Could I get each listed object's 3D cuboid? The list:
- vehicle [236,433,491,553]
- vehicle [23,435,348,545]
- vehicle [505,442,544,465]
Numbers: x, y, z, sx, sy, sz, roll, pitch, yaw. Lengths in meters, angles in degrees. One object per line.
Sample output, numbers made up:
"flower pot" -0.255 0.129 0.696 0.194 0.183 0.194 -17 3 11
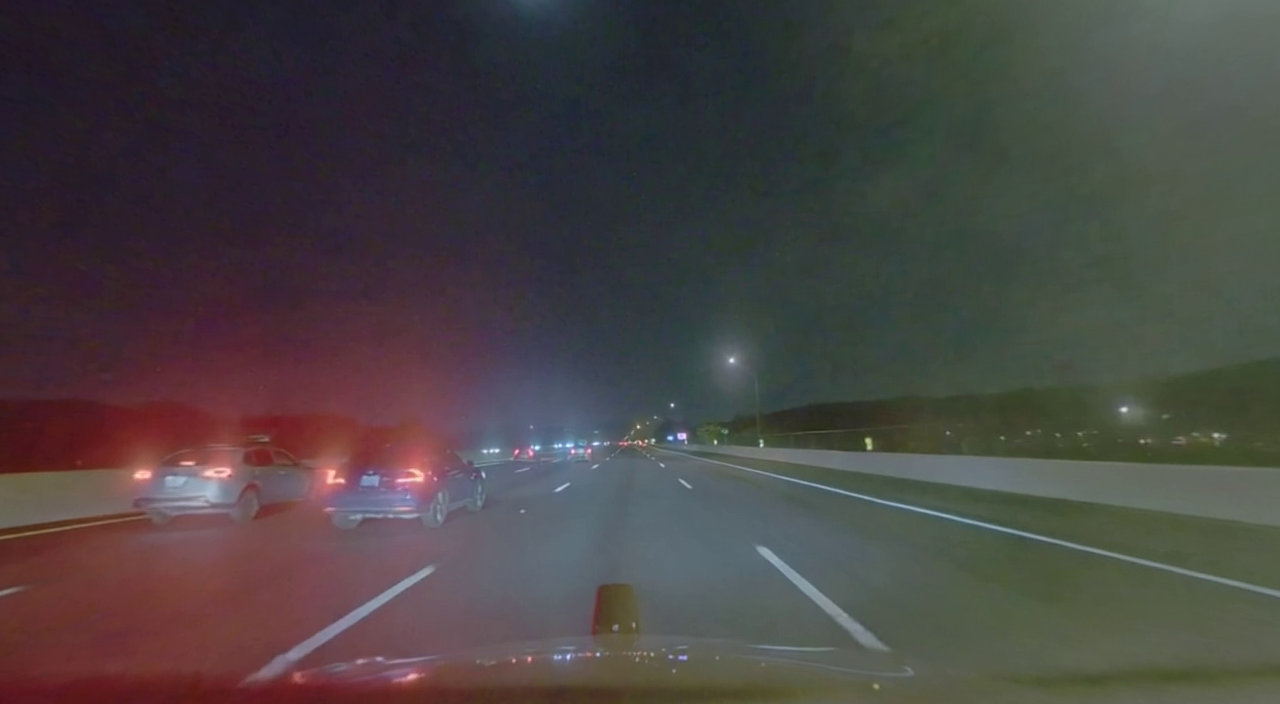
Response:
"vehicle" -4.041 2.113 10.325 2.044 1.479 4.745 0 -8 0
"vehicle" -7.455 2.262 11.201 2.264 1.492 4.747 0 -8 0
"vehicle" -8.180 7.168 44.853 1.924 1.519 4.791 0 -8 0
